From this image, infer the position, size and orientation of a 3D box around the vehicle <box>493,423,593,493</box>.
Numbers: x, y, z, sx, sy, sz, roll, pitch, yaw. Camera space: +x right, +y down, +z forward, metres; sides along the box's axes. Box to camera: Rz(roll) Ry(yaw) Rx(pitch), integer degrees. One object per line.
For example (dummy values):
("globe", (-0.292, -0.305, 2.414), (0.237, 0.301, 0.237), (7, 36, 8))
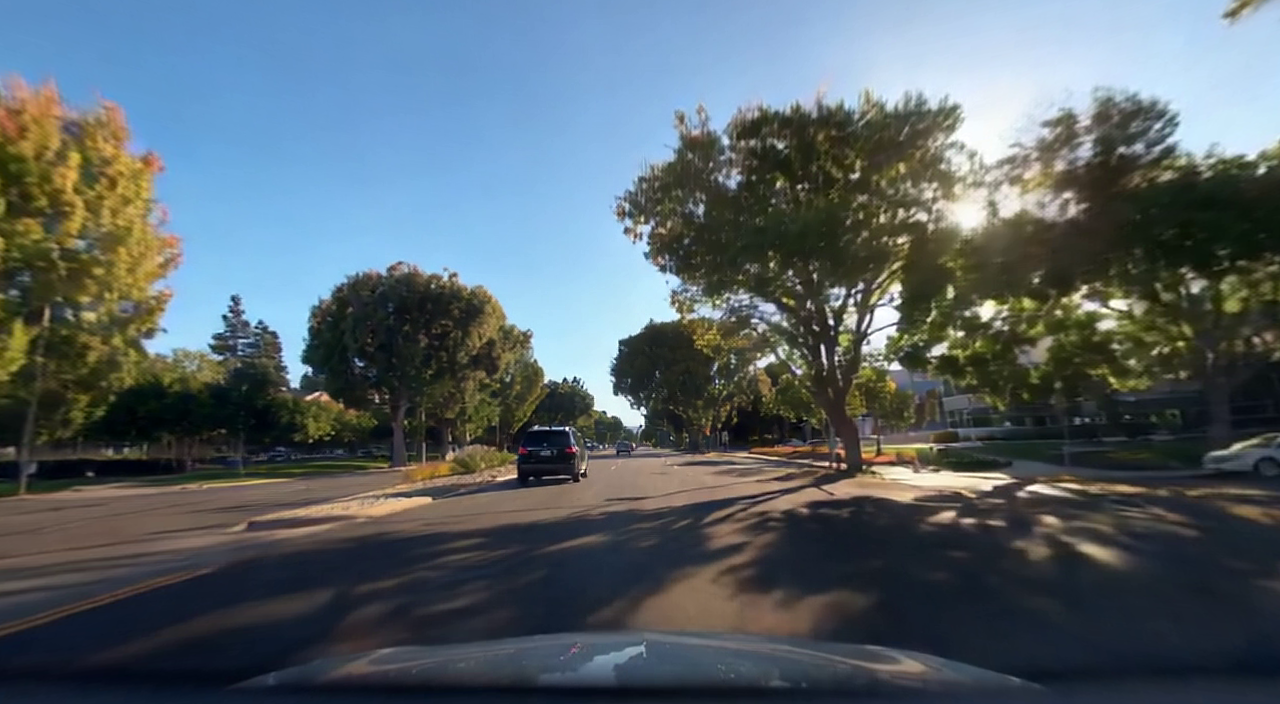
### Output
("vehicle", (-2.775, 3.186, 19.323), (2.179, 1.851, 4.756), (-1, -8, 2))

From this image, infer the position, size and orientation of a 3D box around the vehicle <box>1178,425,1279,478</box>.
("vehicle", (22.526, 3.478, 22.251), (4.802, 1.760, 2.374), (0, -8, 1))
